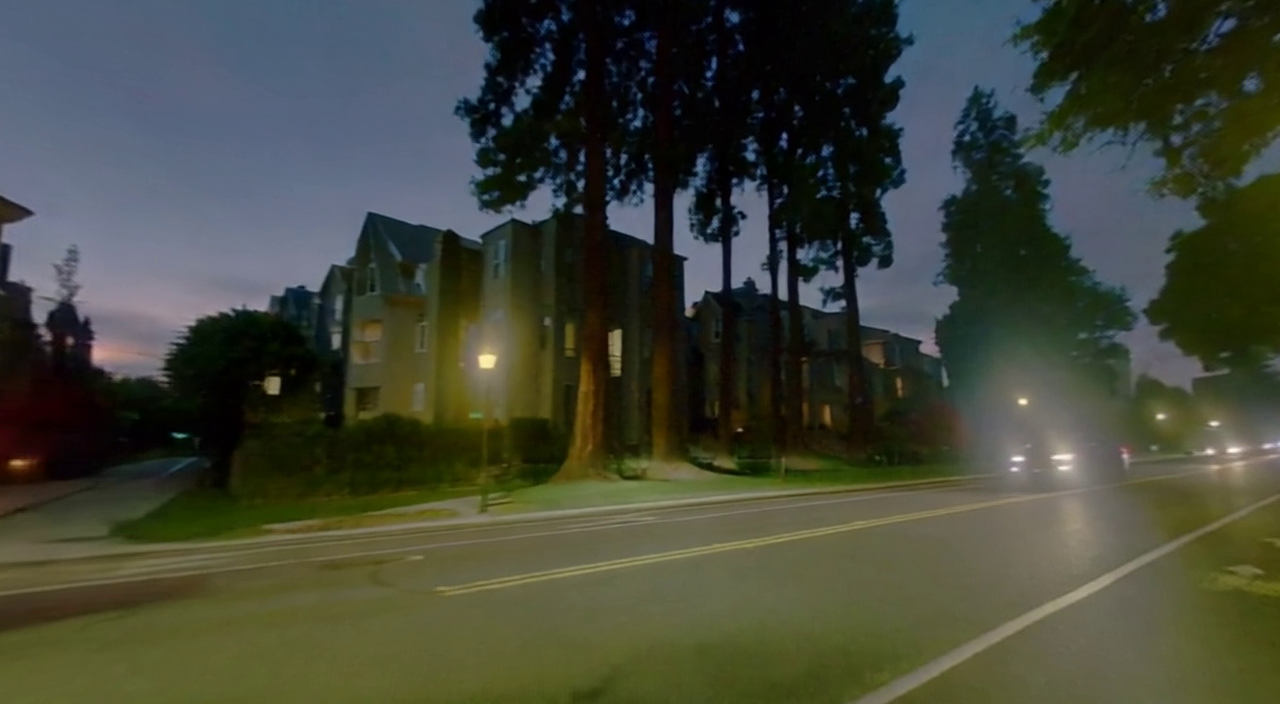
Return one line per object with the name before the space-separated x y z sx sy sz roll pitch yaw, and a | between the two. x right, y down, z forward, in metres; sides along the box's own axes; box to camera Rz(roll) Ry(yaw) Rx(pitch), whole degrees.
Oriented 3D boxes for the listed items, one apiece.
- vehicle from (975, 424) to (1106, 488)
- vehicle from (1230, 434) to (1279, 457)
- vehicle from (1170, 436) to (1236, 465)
vehicle | 13.041 3.342 20.433 4.528 1.835 2.089 7 -11 -38
vehicle | 48.586 7.378 49.720 4.755 1.691 2.167 7 -11 -38
vehicle | 31.585 5.501 35.304 4.222 1.498 1.906 7 -11 -38
